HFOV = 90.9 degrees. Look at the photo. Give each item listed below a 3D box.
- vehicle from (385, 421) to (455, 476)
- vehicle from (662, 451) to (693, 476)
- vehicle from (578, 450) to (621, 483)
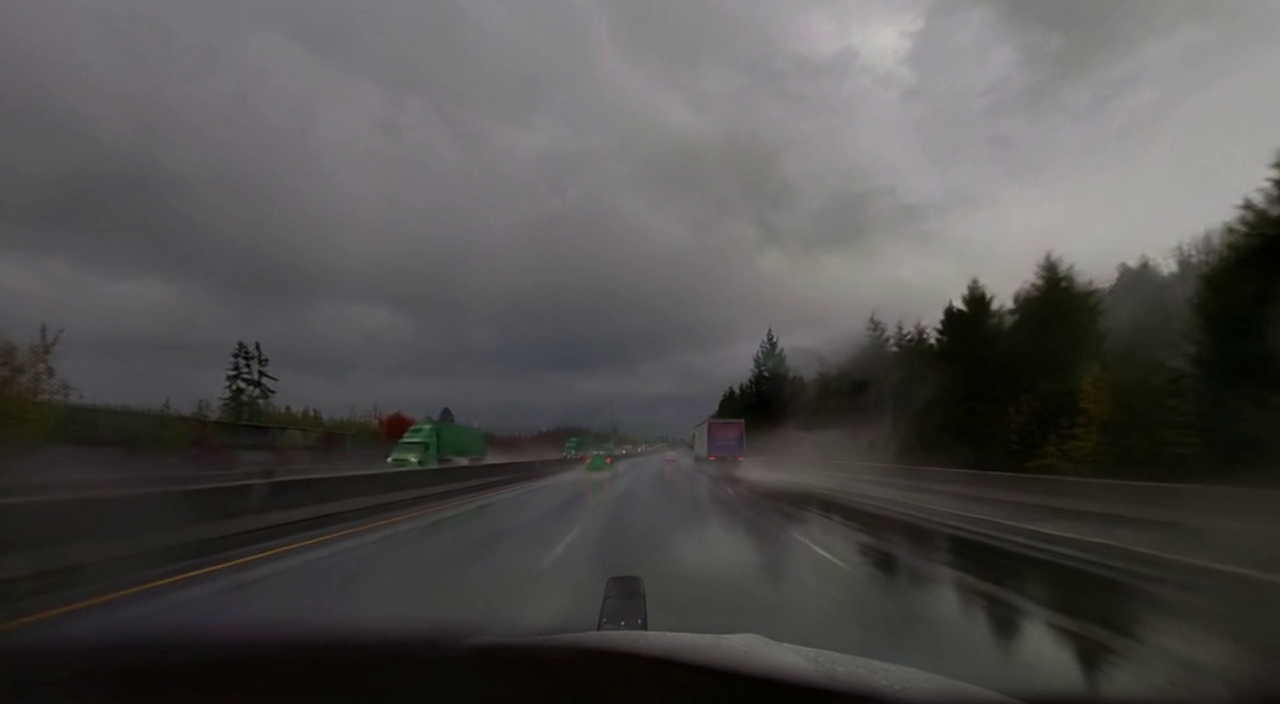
[{"bbox_3d":[-17.108,7.608,49.389,3.005,3.979,5.919,-1,-9,3],"label":"vehicle"},{"bbox_3d":[2.501,7.565,42.959,1.957,1.541,4.099,0,-9,1],"label":"vehicle"},{"bbox_3d":[-2.047,5.955,33.032,1.960,1.579,4.384,0,-9,1],"label":"vehicle"}]
